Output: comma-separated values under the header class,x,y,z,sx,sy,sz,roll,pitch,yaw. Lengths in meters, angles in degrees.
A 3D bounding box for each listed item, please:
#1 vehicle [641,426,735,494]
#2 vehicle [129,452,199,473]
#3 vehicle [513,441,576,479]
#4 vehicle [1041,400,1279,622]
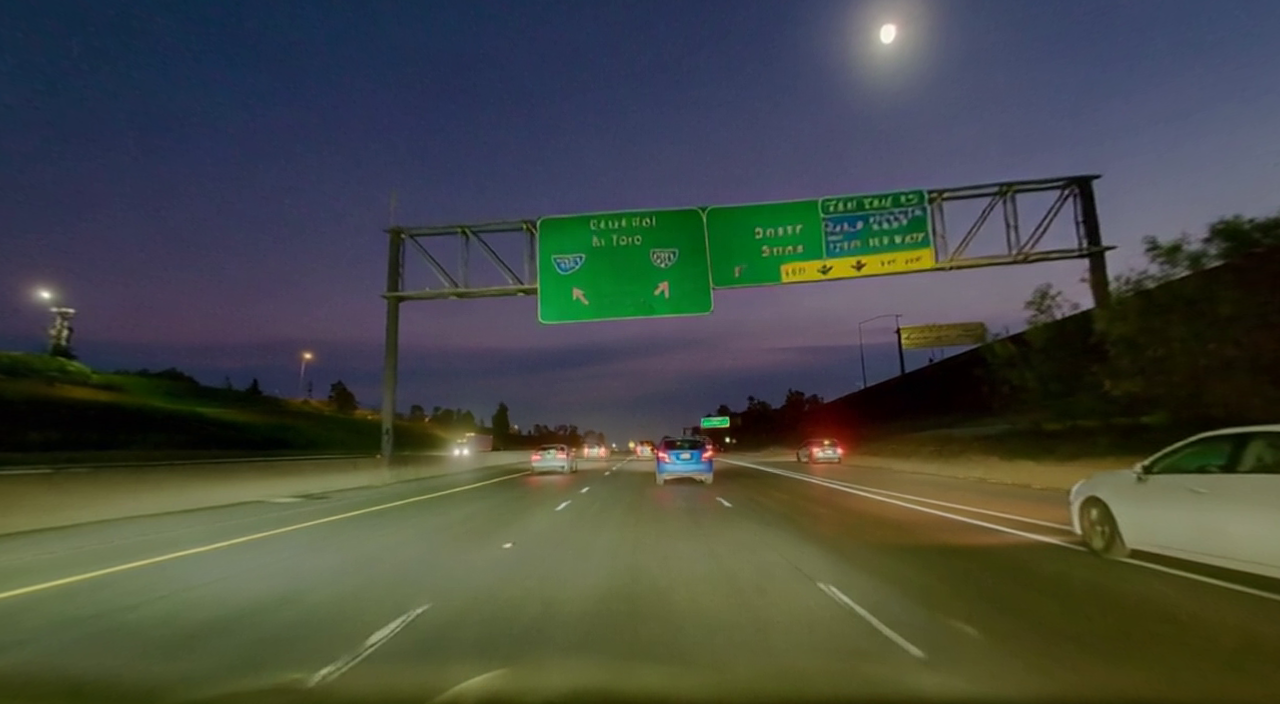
class,x,y,z,sx,sy,sz,roll,pitch,yaw
vehicle,1.243,3.123,18.467,2.202,1.748,4.158,1,-8,-3
vehicle,-37.248,8.648,49.436,1.780,1.529,4.627,0,-8,1
vehicle,-4.020,4.629,27.262,2.031,1.491,4.145,0,-8,1
vehicle,5.843,1.269,5.228,2.055,1.656,4.370,0,-8,-1
